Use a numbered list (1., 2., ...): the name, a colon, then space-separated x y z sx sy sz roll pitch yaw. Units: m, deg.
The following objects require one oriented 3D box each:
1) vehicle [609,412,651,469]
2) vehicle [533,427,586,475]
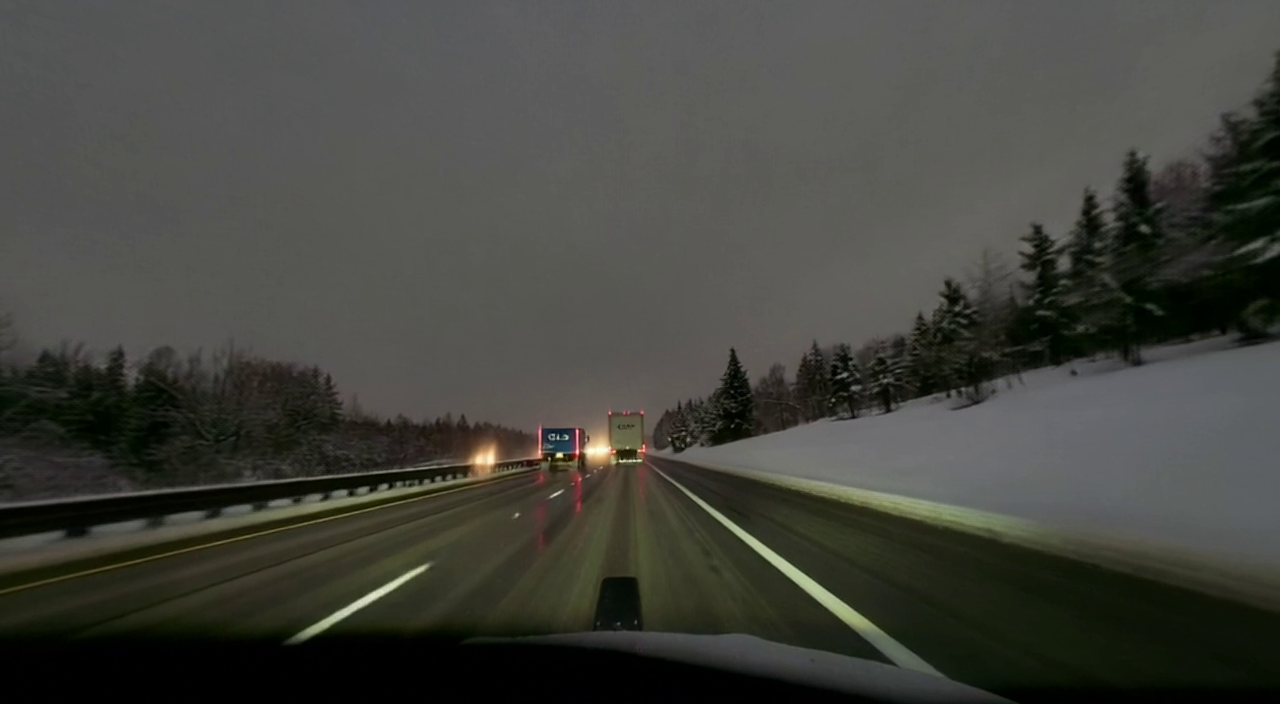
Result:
1. vehicle: -0.803 7.011 49.200 2.923 4.007 9.760 0 -9 -1
2. vehicle: -4.793 6.028 38.344 2.529 2.697 5.935 0 -9 -1
